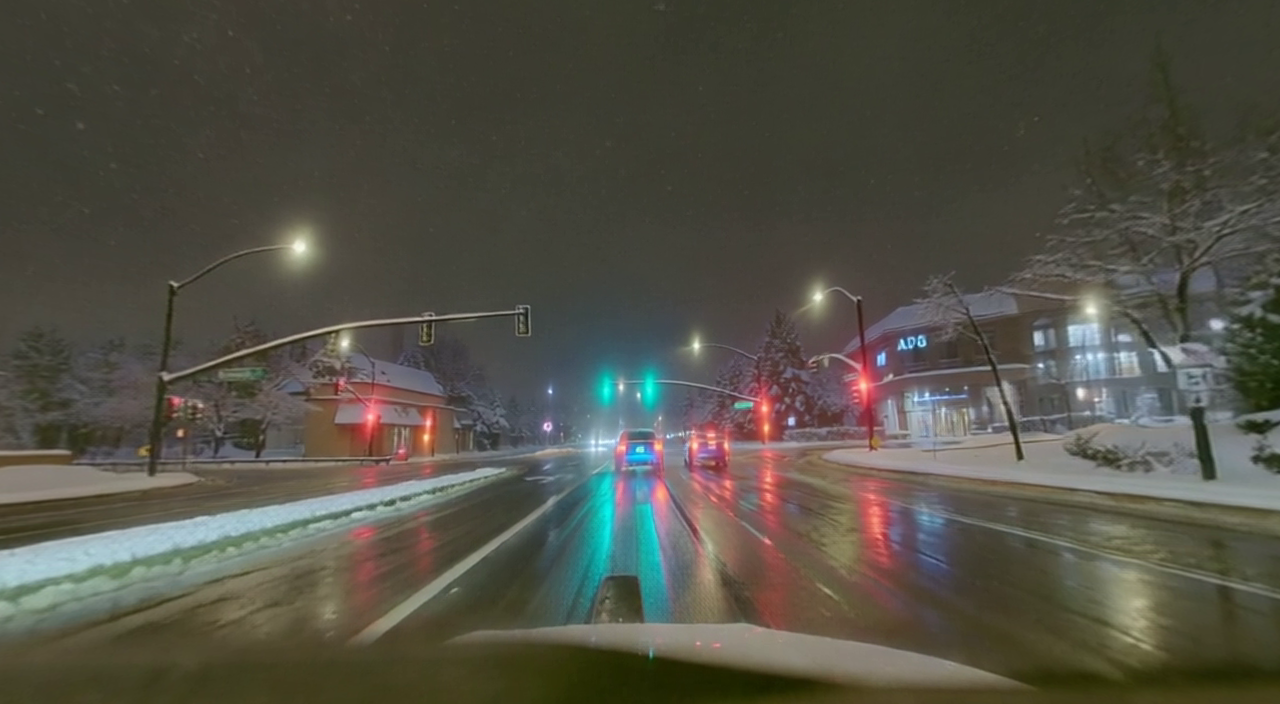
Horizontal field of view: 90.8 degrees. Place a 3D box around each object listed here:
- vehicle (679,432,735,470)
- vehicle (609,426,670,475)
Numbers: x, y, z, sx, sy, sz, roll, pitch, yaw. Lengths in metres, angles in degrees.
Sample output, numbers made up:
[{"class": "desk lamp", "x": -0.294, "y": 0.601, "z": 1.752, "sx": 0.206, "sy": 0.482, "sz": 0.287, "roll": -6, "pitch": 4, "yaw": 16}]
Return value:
[{"class": "vehicle", "x": 3.187, "y": 4.835, "z": 30.967, "sx": 2.107, "sy": 1.736, "sz": 4.228, "roll": 0, "pitch": -8, "yaw": -2}, {"class": "vehicle", "x": -0.099, "y": 4.295, "z": 27.730, "sx": 2.413, "sy": 1.939, "sz": 4.716, "roll": 0, "pitch": -8, "yaw": -2}]
